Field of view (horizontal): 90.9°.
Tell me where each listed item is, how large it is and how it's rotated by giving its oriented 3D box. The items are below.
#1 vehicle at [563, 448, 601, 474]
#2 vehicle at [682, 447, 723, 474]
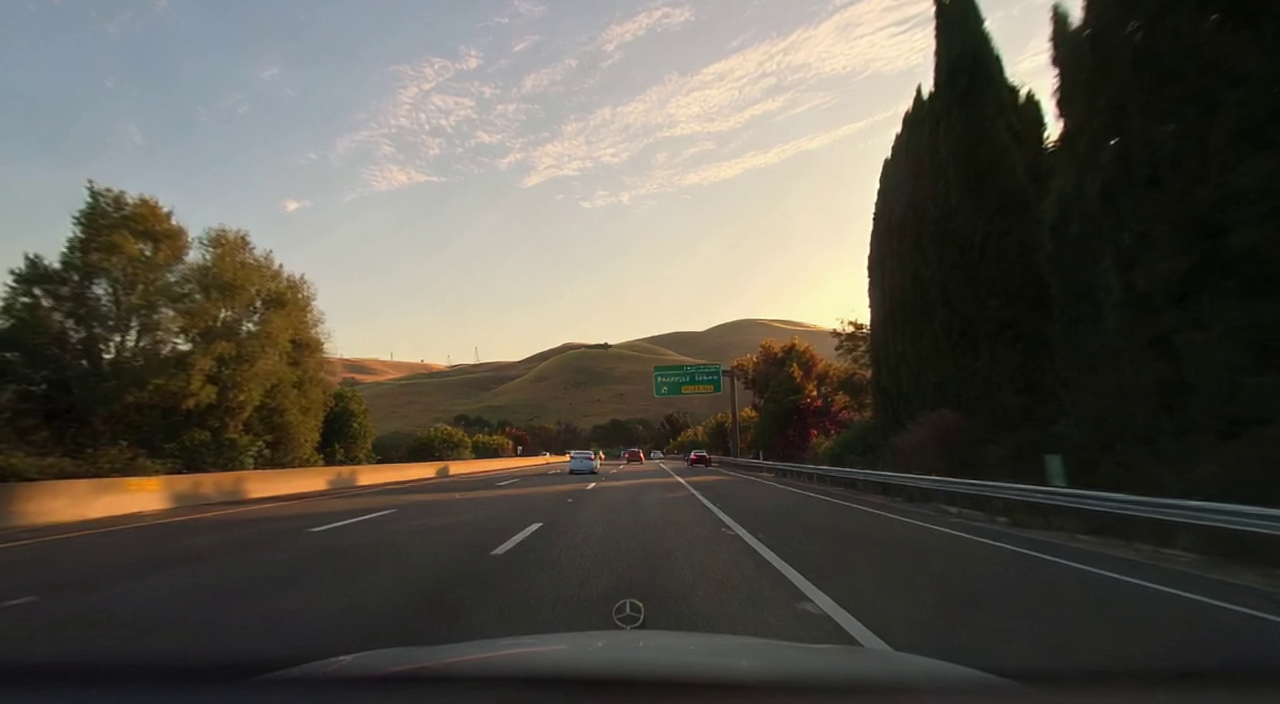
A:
[{"bbox_3d":[-3.425,6.534,37.955,1.955,1.468,3.637,0,-9,0],"label":"vehicle"},{"bbox_3d":[3.650,6.453,37.700,2.019,1.475,4.301,0,-9,0],"label":"vehicle"}]
